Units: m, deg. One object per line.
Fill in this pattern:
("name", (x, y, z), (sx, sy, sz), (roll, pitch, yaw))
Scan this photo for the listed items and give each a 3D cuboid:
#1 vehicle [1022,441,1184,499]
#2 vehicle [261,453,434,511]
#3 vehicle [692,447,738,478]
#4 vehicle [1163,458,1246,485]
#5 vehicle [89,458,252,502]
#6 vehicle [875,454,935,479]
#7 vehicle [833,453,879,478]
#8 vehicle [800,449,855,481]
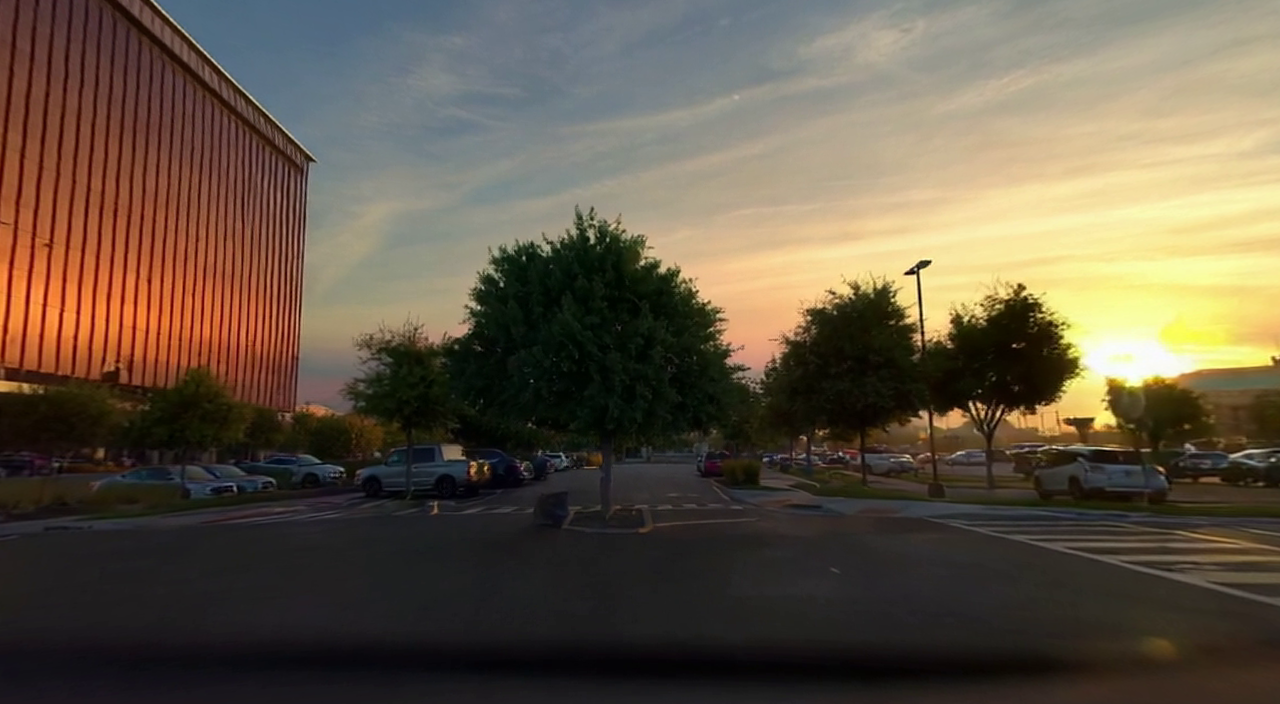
("vehicle", (16.476, 4.188, 22.928), (2.048, 1.852, 4.998), (0, -9, 0))
("vehicle", (-8.674, 3.827, 18.958), (4.442, 1.504, 1.809), (4, -10, -27))
("vehicle", (4.545, 6.822, 39.311), (2.262, 1.794, 5.331), (0, -8, 1))
("vehicle", (31.251, 6.584, 35.057), (1.519, 1.371, 3.278), (0, -8, 0))
("vehicle", (-16.552, 4.502, 22.409), (4.331, 1.437, 1.876), (0, -9, 3))
("vehicle", (17.089, 7.386, 40.973), (1.971, 1.478, 4.477), (0, -8, 1))
("vehicle", (14.197, 7.445, 41.651), (1.935, 1.477, 3.719), (-1, -9, 4))
("vehicle", (10.518, 6.348, 35.769), (1.936, 1.673, 4.305), (0, -8, 2))
